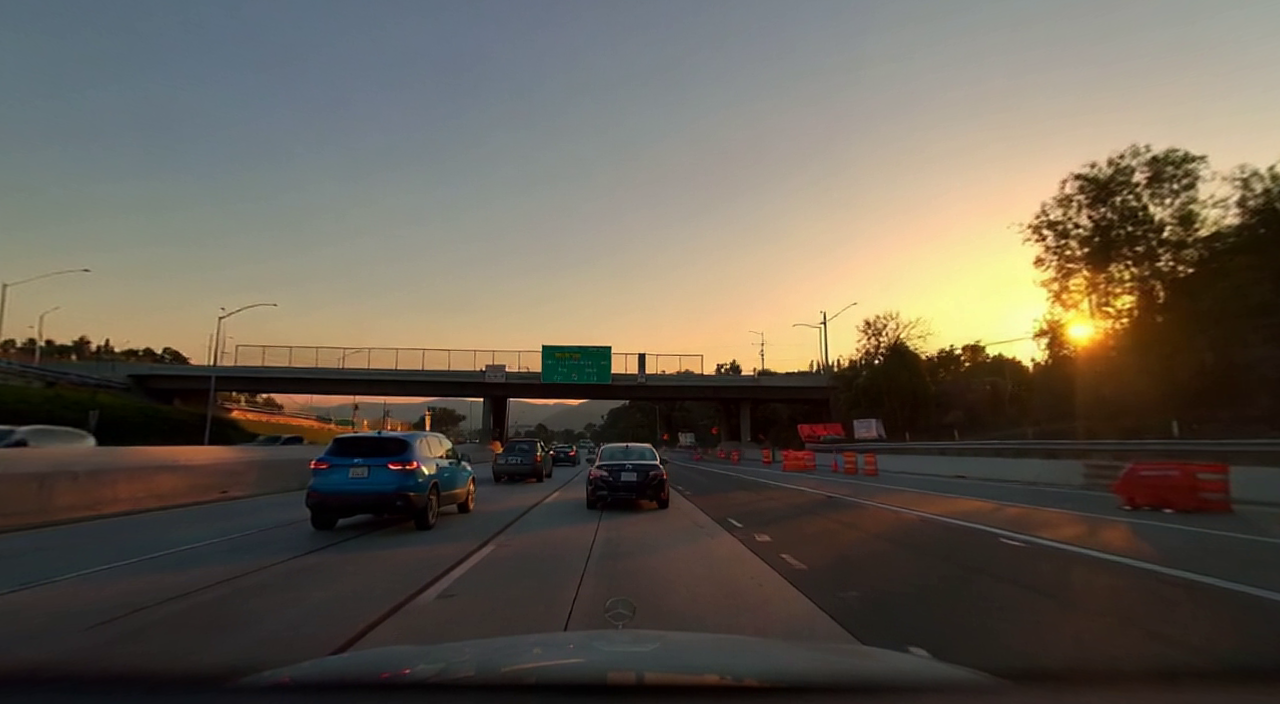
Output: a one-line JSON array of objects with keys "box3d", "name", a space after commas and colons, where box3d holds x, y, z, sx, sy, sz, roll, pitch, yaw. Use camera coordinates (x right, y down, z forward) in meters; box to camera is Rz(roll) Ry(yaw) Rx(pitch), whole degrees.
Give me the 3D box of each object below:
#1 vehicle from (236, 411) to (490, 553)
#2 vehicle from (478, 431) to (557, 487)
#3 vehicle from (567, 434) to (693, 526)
[{"box3d": [-3.854, 1.879, 9.764, 2.025, 1.708, 4.089, 0, -9, 0], "name": "vehicle"}, {"box3d": [-4.126, 3.680, 22.009, 1.982, 1.727, 4.057, 0, -9, -1], "name": "vehicle"}, {"box3d": [-0.223, 2.392, 12.389, 2.069, 1.484, 3.982, 0, -9, -2], "name": "vehicle"}]
